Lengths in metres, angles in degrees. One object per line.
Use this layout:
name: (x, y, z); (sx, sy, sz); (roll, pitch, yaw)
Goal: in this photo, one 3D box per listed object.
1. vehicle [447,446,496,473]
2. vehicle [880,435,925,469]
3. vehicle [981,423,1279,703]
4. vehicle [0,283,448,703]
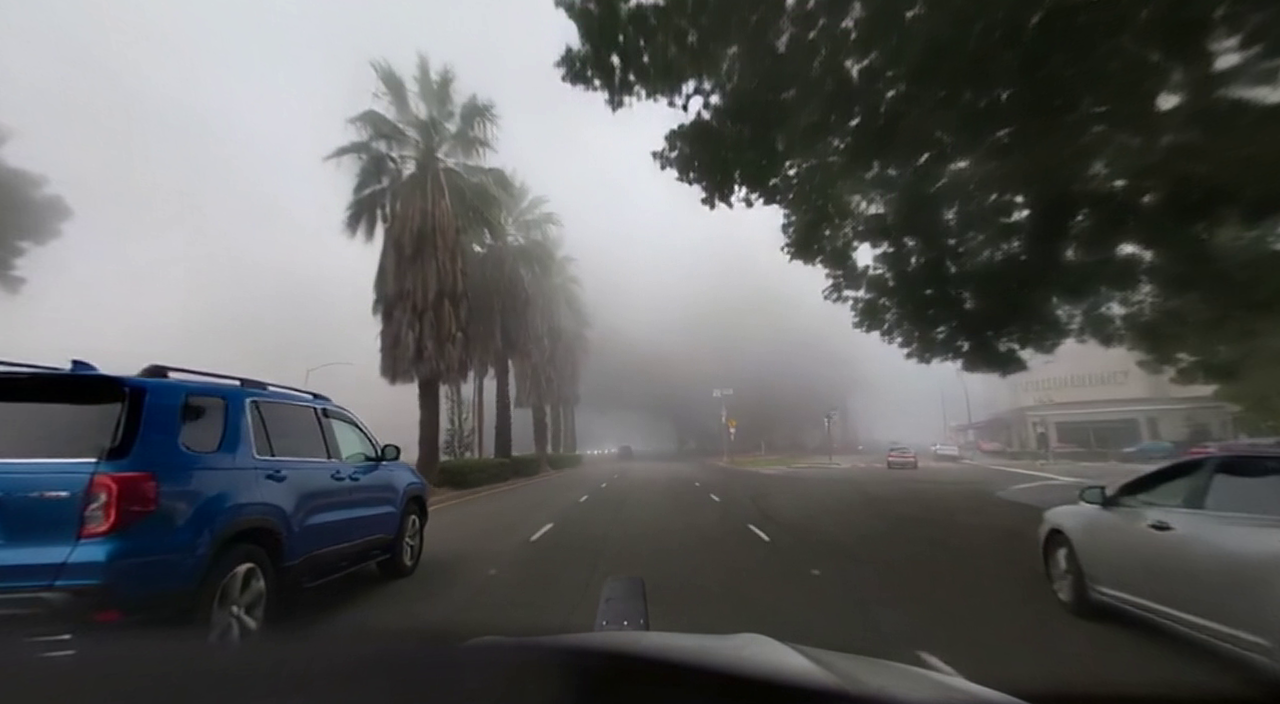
vehicle: (-10.179, 6.498, 38.389); (1.846, 1.499, 4.101); (0, -8, 0)
vehicle: (15.121, 5.771, 36.508); (2.180, 1.808, 4.462); (-3, -9, 20)
vehicle: (4.072, 1.167, 3.627); (1.978, 1.455, 4.582); (-1, -8, 5)
vehicle: (-3.300, 1.006, 4.926); (2.152, 1.987, 4.527); (0, -8, 0)
